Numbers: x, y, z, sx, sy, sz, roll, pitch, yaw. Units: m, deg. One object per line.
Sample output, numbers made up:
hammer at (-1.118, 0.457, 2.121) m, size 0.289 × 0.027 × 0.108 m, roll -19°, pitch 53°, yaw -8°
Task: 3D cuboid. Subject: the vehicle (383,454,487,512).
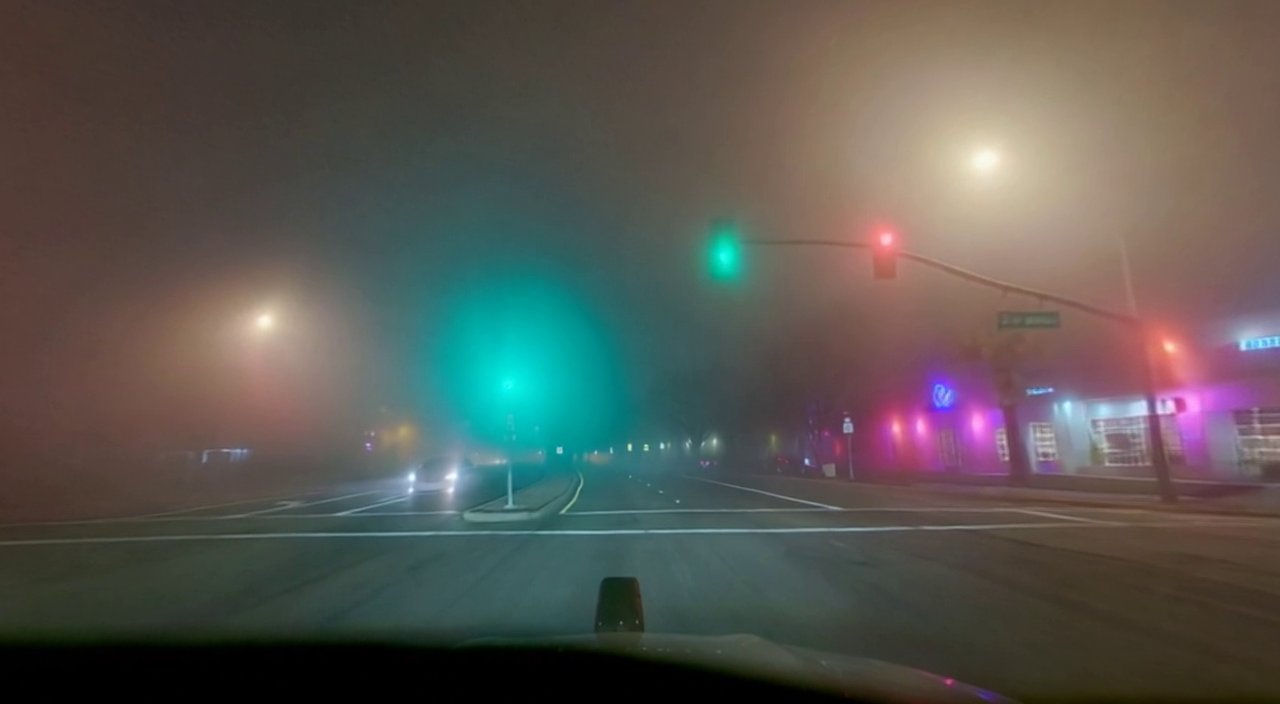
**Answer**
vehicle at (-5.900, 3.782, 18.760) m, size 1.894 × 1.474 × 4.332 m, roll 0°, pitch -9°, yaw -4°
